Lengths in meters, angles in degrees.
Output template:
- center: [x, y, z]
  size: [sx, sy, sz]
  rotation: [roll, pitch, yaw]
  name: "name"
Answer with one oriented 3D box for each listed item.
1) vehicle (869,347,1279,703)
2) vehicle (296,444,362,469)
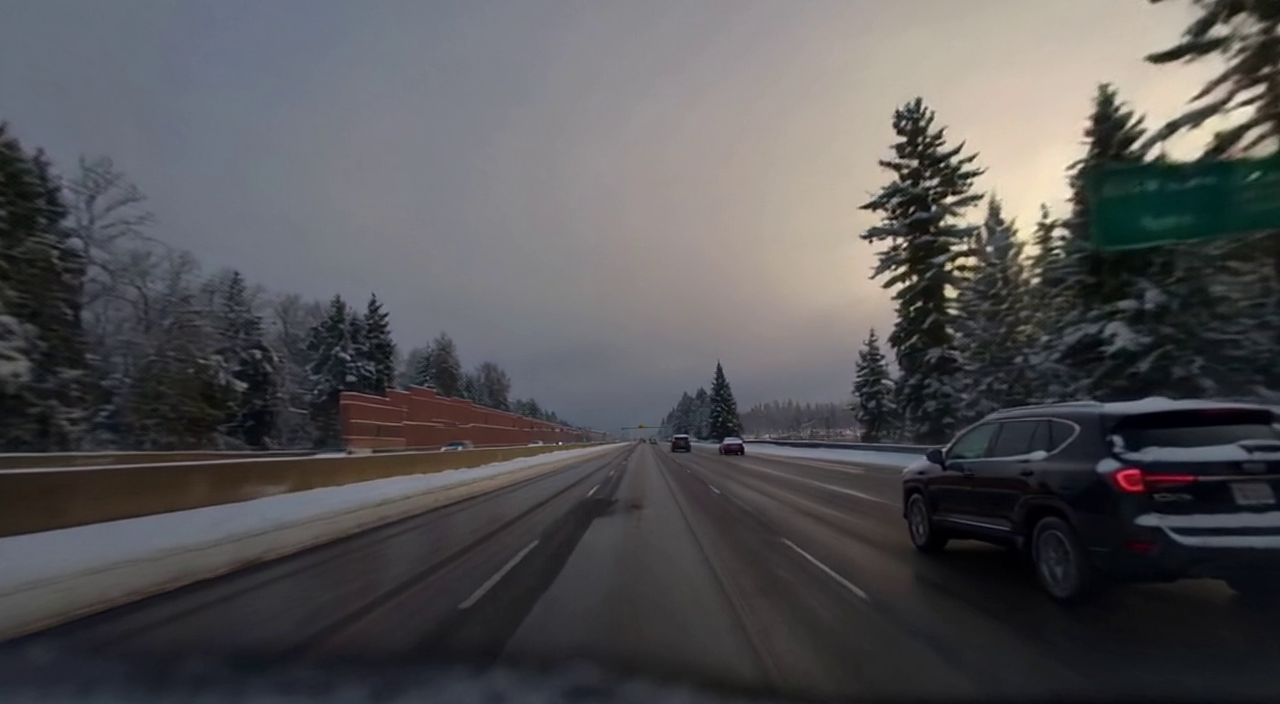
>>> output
- center: [3.936, 1.194, 5.383]
  size: [2.190, 1.783, 4.637]
  rotation: [0, -8, 0]
  name: "vehicle"
- center: [-19.379, 6.489, 39.485]
  size: [1.863, 1.460, 4.614]
  rotation: [0, -8, -1]
  name: "vehicle"
